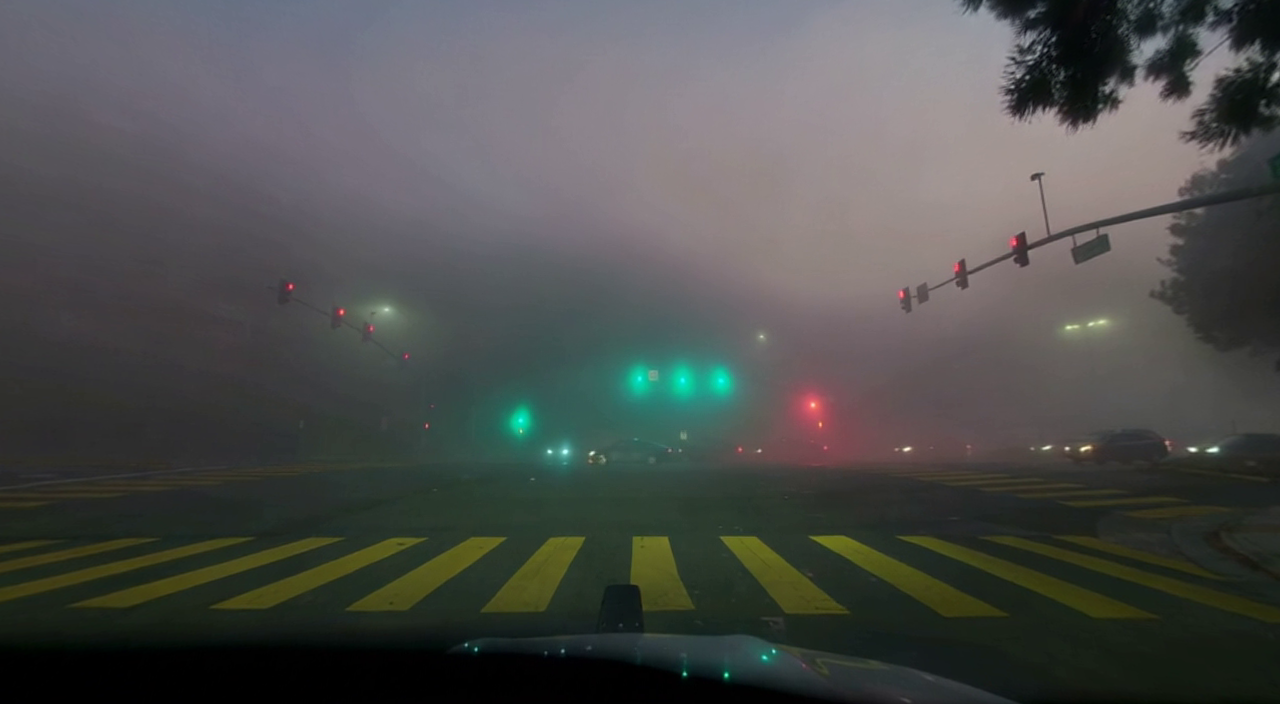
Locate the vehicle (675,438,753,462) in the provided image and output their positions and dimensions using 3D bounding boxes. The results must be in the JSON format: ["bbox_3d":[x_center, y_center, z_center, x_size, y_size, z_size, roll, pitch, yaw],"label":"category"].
[{"bbox_3d":[4.634,6.208,40.175,4.759,1.445,1.865,0,-9,0],"label":"vehicle"}]

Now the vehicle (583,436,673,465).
[{"bbox_3d":[-0.619,5.179,33.174,4.629,1.423,1.833,0,-9,0],"label":"vehicle"}]

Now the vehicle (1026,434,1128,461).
[{"bbox_3d":[25.262,5.520,36.612,4.519,1.476,1.767,0,-9,1],"label":"vehicle"}]

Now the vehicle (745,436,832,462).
[{"bbox_3d":[8.627,5.670,36.920,4.631,1.435,1.715,0,-9,-1],"label":"vehicle"}]

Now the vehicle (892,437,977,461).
[{"bbox_3d":[18.626,6.139,40.068,4.443,1.472,1.794,0,-9,1],"label":"vehicle"}]

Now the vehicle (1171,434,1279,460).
[{"bbox_3d":[34.087,5.519,36.713,4.724,1.452,1.870,0,-9,0],"label":"vehicle"}]
